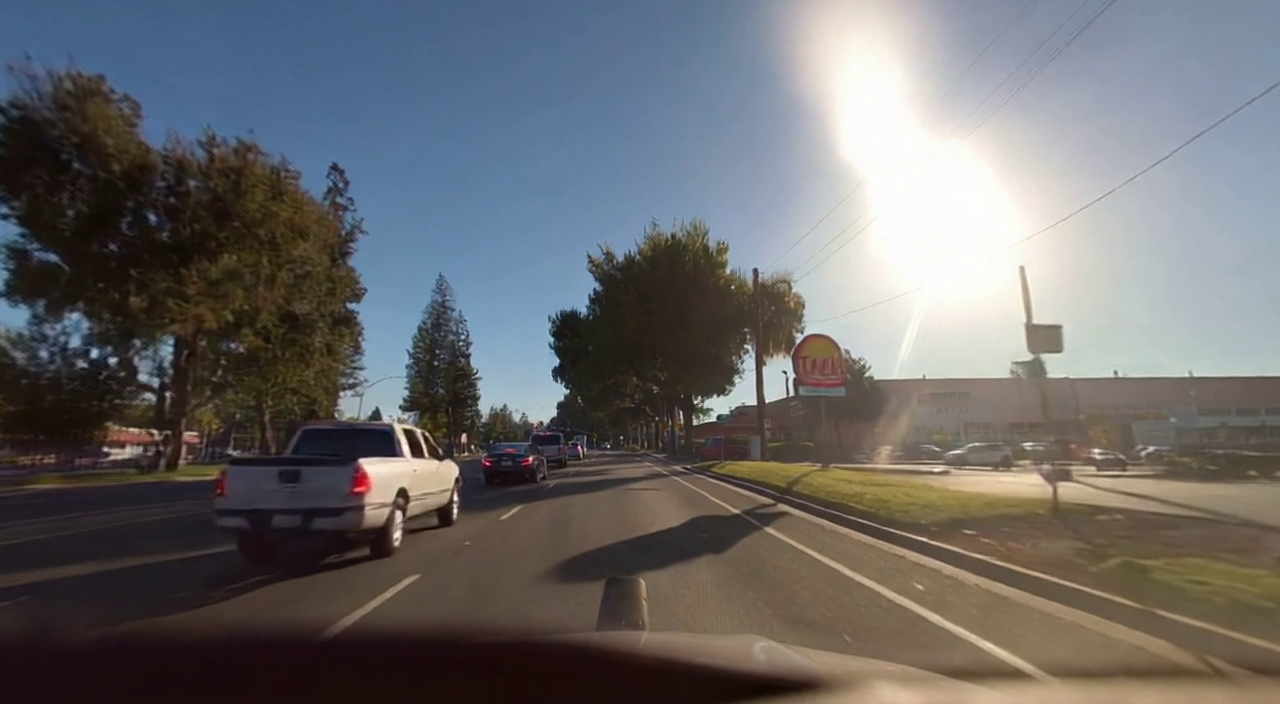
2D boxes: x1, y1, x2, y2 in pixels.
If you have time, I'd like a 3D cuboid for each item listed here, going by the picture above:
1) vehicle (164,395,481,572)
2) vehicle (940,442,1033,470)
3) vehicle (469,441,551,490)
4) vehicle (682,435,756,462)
[{"bbox_3d":[-4.079,1.796,9.386,2.222,1.899,5.006,0,-8,-2],"label":"vehicle"},{"bbox_3d":[23.775,7.166,43.256,5.120,1.817,2.154,-1,-9,9],"label":"vehicle"},{"bbox_3d":[-4.205,3.732,21.051,2.113,1.446,4.309,1,-8,-4],"label":"vehicle"},{"bbox_3d":[5.445,6.773,43.842,4.813,1.622,2.110,-3,-11,2],"label":"vehicle"}]
